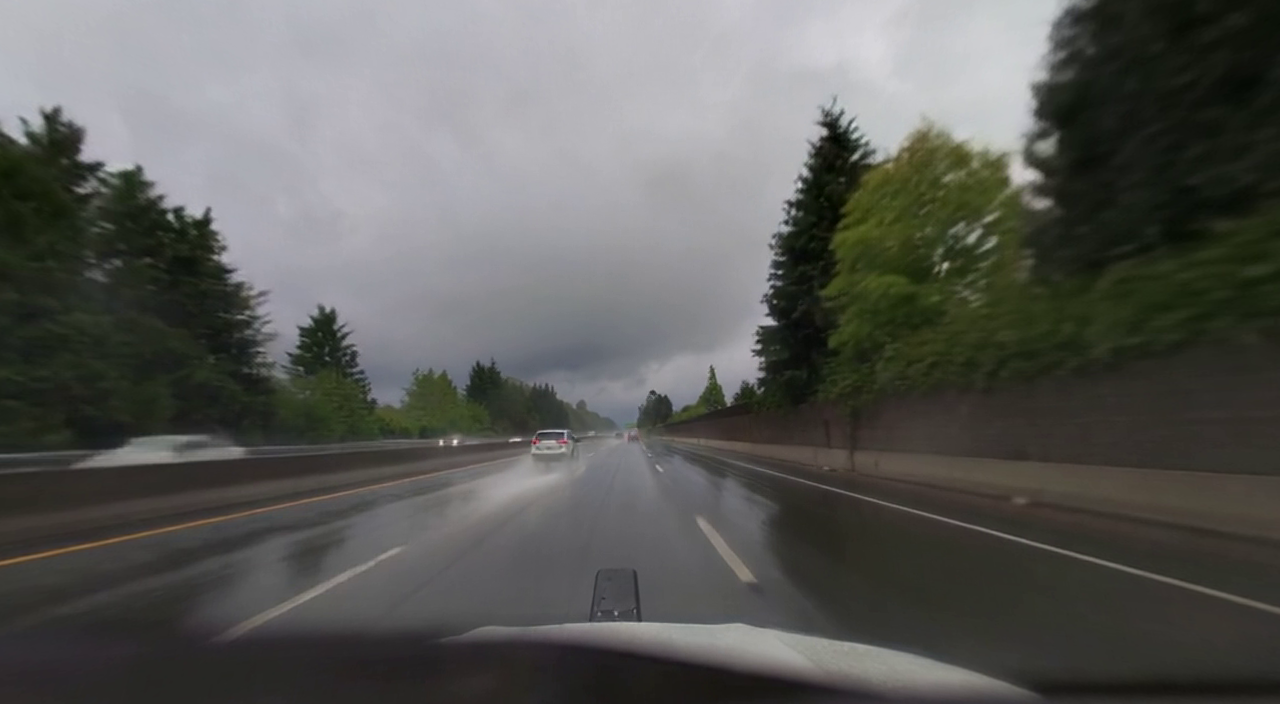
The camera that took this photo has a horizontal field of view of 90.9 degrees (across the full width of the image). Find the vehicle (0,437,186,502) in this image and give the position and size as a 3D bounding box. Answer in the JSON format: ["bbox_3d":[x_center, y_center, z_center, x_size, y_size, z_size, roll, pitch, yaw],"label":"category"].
[{"bbox_3d":[-14.017,2.908,16.172,1.840,1.438,3.986,0,-8,-2],"label":"vehicle"}]

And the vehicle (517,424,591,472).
[{"bbox_3d":[-3.328,3.818,25.409,2.306,1.730,4.606,0,-8,1],"label":"vehicle"}]
